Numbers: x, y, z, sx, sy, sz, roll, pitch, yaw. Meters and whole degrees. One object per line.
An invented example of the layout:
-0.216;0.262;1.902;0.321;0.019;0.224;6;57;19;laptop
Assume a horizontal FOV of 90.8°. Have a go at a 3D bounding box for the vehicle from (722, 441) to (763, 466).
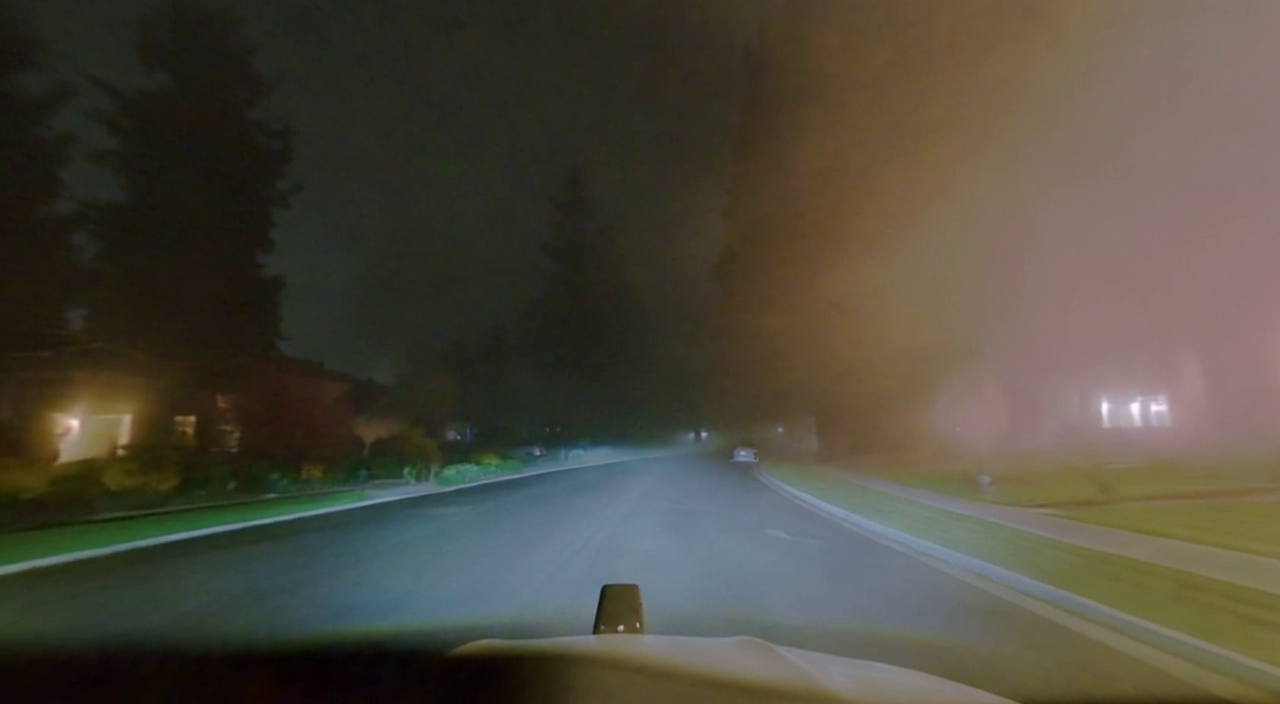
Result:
6.649;6.643;41.565;2.088;1.522;4.449;-1;-9;2;vehicle
